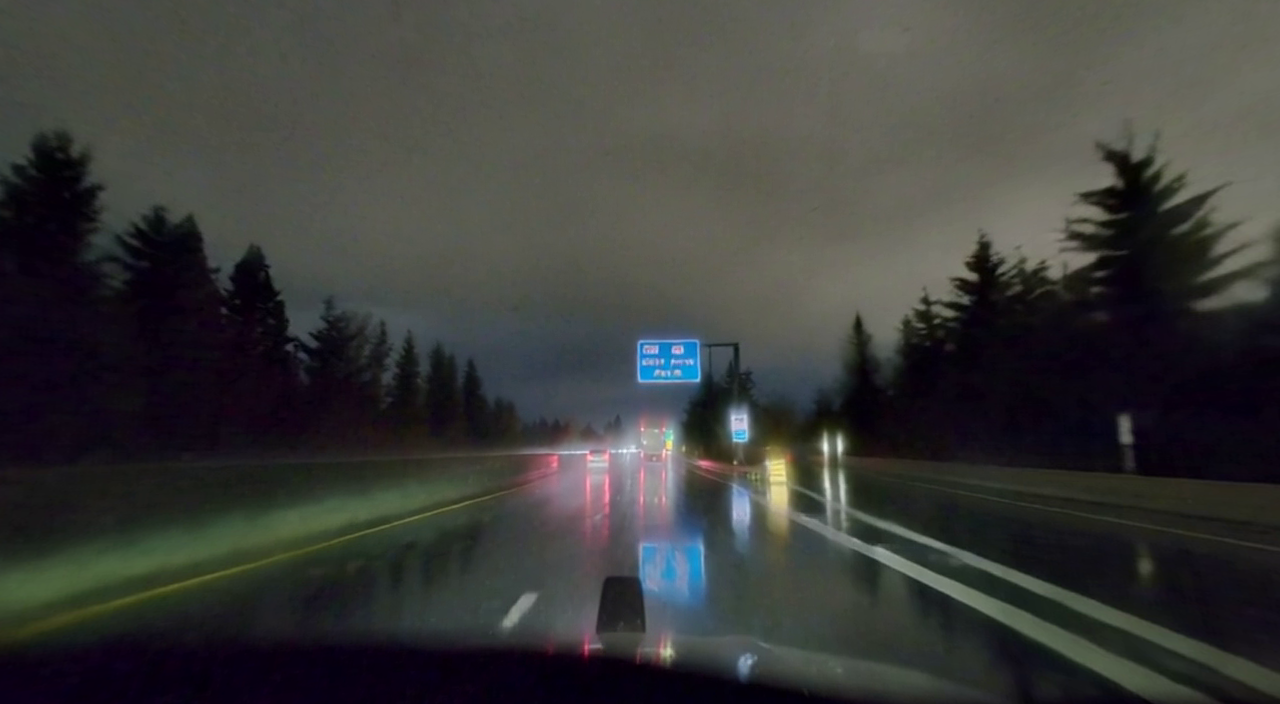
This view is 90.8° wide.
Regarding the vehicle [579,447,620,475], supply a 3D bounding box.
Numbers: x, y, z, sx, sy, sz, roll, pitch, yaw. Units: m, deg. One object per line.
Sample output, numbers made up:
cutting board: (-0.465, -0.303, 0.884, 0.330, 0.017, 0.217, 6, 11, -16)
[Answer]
vehicle: (-2.412, 6.657, 38.744, 2.184, 1.574, 5.004, 0, -9, 0)
